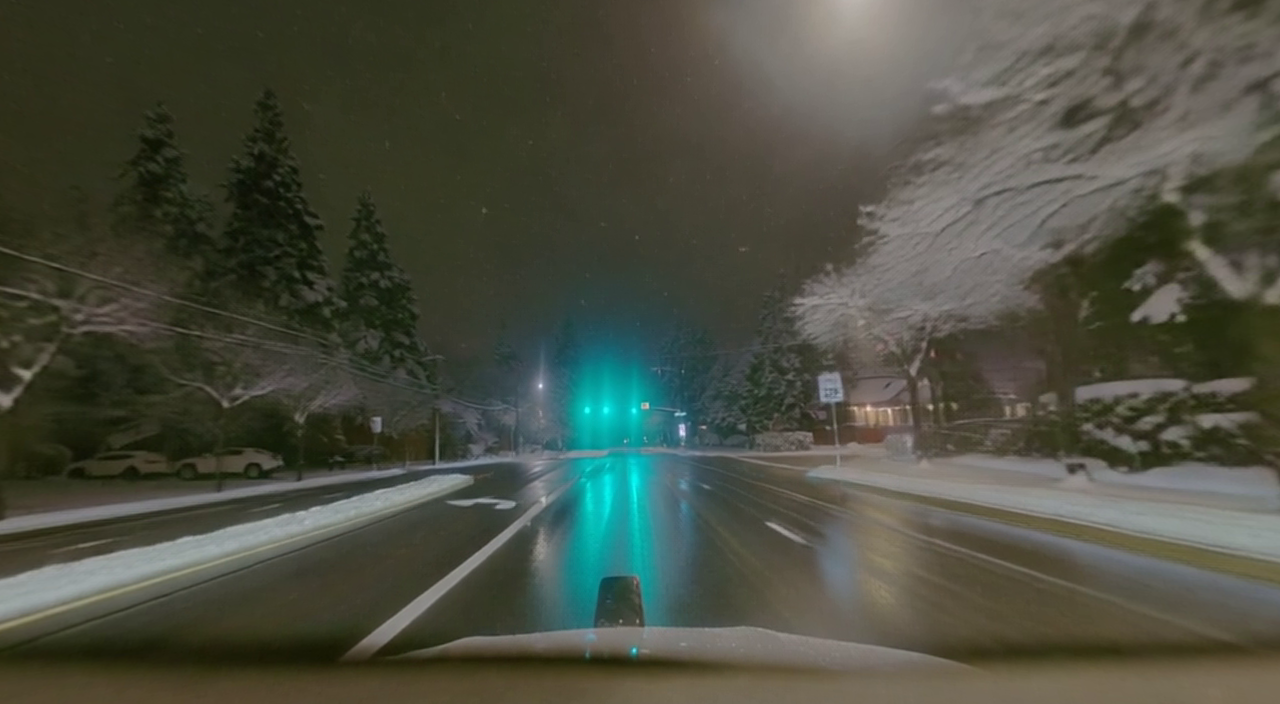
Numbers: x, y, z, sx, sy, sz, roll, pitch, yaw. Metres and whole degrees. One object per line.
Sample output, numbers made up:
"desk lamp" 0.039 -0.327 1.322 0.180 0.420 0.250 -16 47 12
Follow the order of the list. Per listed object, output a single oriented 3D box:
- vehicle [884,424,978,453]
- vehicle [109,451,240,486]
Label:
"vehicle" 19.109 5.749 41.634 5.172 1.468 1.964 -4 -10 -2
"vehicle" -21.366 5.341 29.126 4.495 1.472 1.833 0 -8 -1
